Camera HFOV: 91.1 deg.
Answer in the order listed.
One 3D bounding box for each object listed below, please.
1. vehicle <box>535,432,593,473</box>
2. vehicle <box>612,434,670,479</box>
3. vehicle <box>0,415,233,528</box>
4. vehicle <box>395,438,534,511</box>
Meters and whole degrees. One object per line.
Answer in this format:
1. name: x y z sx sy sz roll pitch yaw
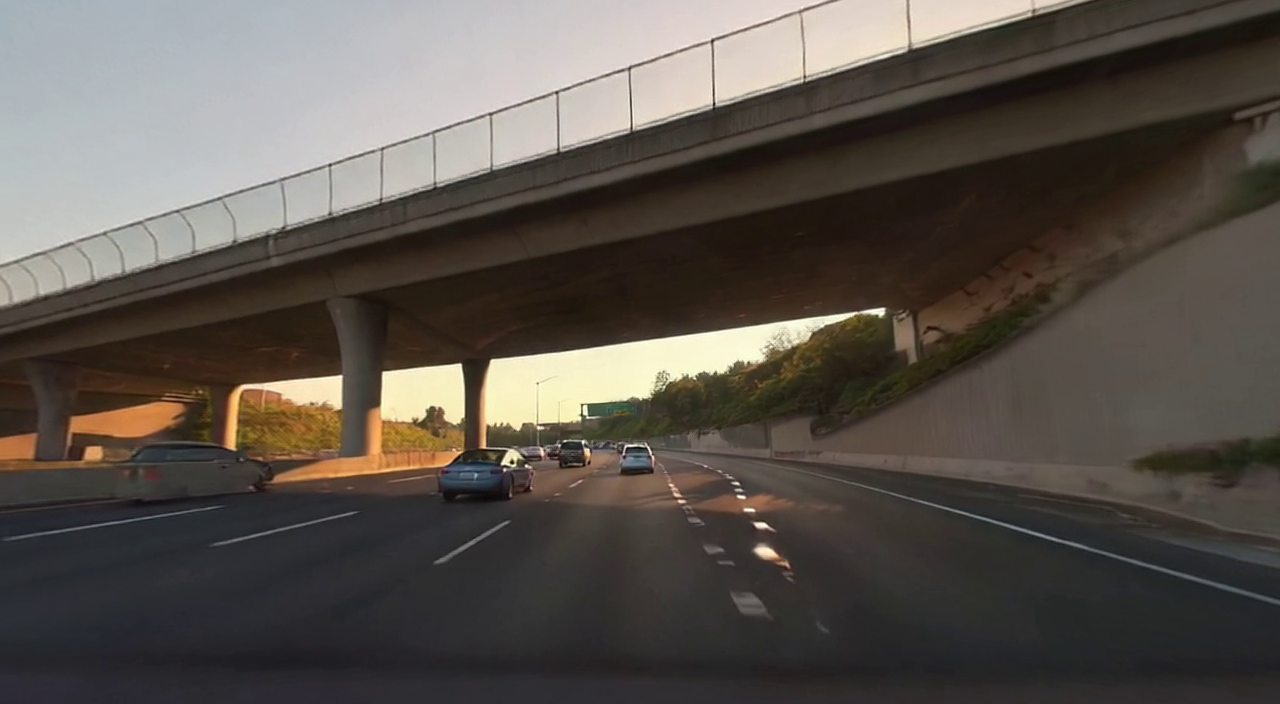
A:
1. vehicle: -3.649 4.963 31.155 2.237 1.841 4.683 0 -8 1
2. vehicle: 0.044 4.224 25.725 2.160 1.678 4.178 0 -8 0
3. vehicle: -11.027 2.306 12.735 2.119 1.816 5.019 0 -8 0
4. vehicle: -3.993 2.845 15.172 1.997 1.490 4.471 0 -8 1
